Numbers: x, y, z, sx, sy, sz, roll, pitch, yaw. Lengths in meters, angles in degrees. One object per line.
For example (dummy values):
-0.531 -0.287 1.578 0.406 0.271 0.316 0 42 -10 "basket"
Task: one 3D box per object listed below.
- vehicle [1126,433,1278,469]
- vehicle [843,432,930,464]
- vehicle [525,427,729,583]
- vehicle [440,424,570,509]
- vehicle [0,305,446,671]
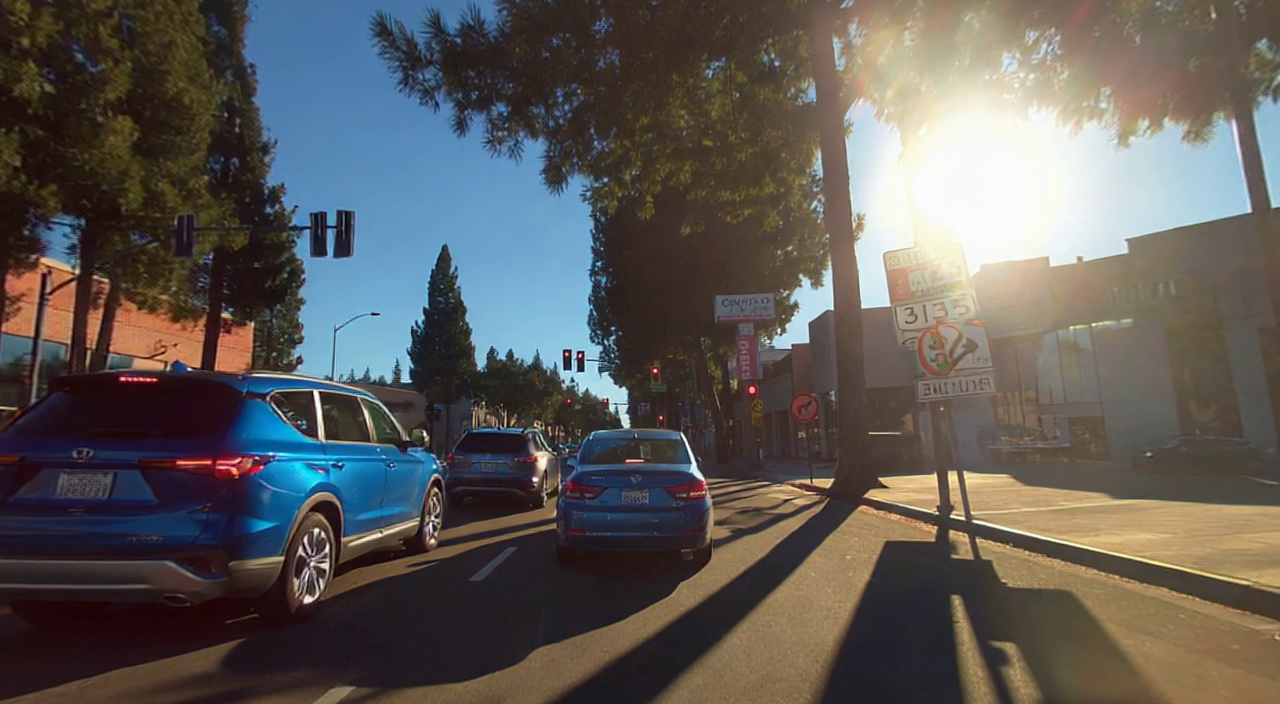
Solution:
25.358 4.486 28.495 1.845 1.476 4.809 6 -11 -40 "vehicle"
13.866 5.445 35.562 4.116 1.719 2.069 -1 -9 6 "vehicle"
-0.161 1.787 8.192 1.966 1.481 4.146 0 -8 -1 "vehicle"
-2.923 2.594 14.604 2.047 1.664 4.148 0 -8 1 "vehicle"
-3.815 1.133 6.219 2.152 2.118 5.066 0 -8 0 "vehicle"
